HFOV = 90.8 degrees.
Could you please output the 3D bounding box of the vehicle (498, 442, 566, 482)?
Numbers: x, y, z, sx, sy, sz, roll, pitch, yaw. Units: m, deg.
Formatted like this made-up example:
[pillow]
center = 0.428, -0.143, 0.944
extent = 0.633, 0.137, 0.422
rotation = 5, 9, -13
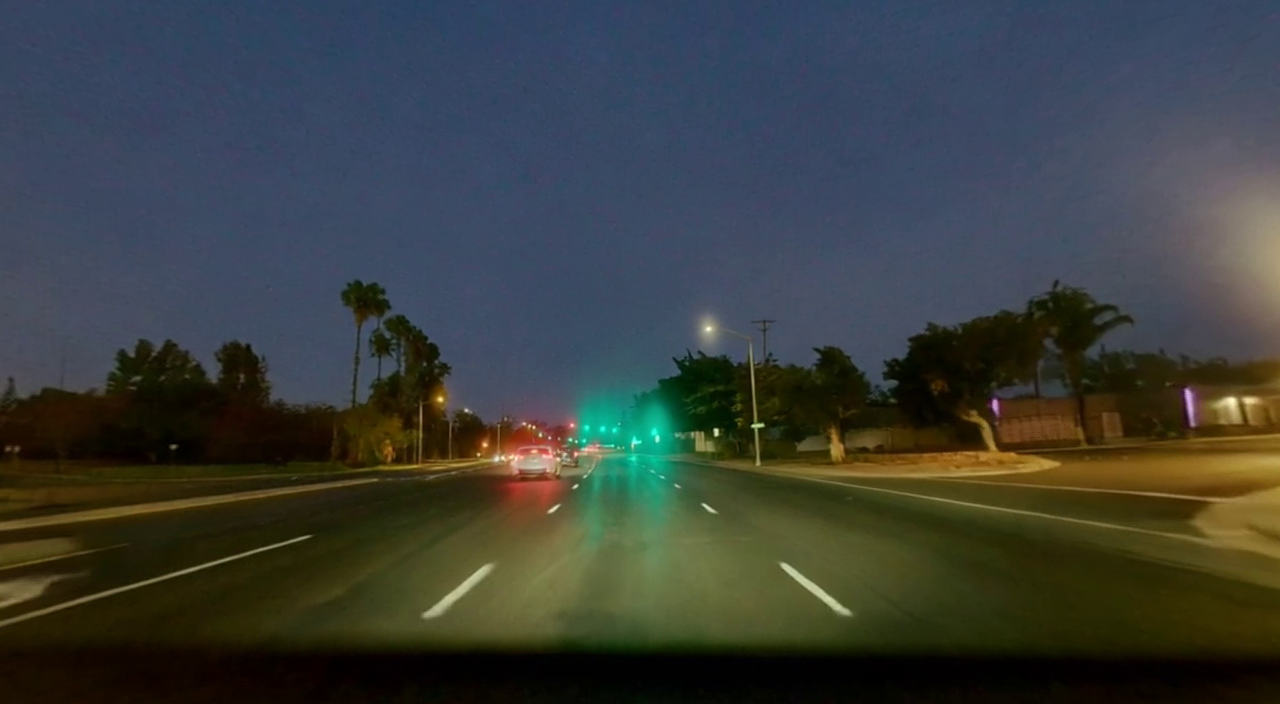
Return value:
[vehicle]
center = -4.289, 4.454, 25.885
extent = 2.108, 1.475, 4.555
rotation = 0, -8, -2
